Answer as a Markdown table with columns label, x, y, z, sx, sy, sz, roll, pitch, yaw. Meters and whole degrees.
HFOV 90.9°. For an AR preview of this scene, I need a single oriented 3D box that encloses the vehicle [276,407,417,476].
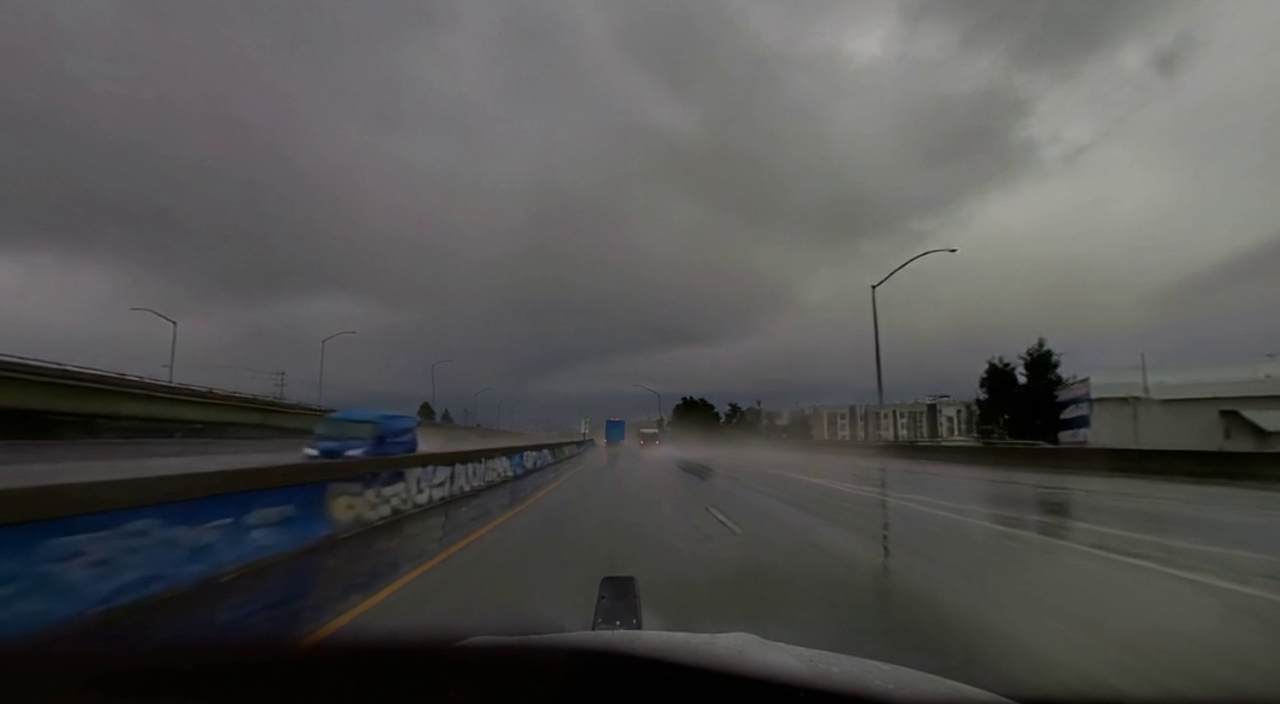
| label | x | y | z | sx | sy | sz | roll | pitch | yaw |
| --- | --- | --- | --- | --- | --- | --- | --- | --- | --- |
| vehicle | -9.155 | 2.856 | 20.274 | 2.106 | 1.901 | 5.107 | 0 | -8 | -1 |
